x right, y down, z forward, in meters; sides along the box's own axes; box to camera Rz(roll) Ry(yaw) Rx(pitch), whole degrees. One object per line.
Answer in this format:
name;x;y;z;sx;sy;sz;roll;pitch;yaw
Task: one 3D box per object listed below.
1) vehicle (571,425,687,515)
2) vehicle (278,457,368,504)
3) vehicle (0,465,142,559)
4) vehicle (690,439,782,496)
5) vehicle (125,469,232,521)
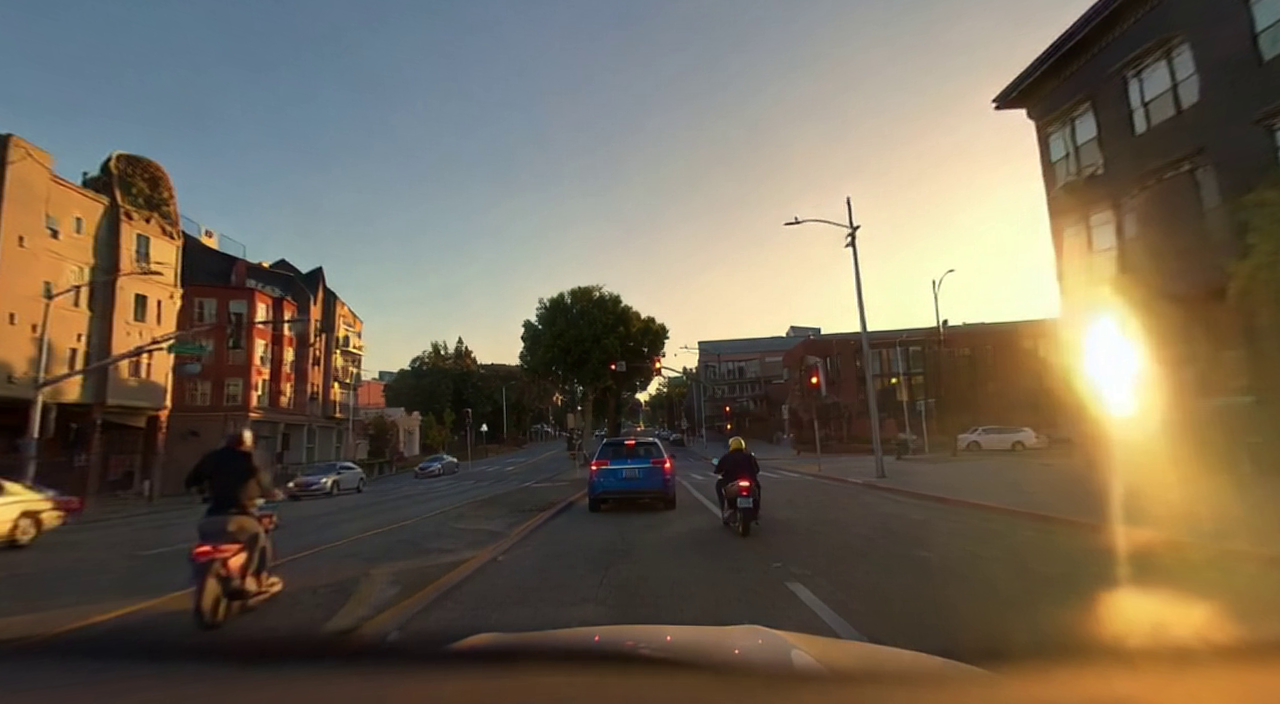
vehicle;-0.200;2.641;14.508;2.265;1.748;4.130;0;-9;1
vehicle;-13.519;5.464;27.218;1.871;1.786;4.386;0;-9;-4
vehicle;-13.672;3.418;13.751;1.926;1.732;4.635;0;-9;-2
vehicle;2.769;3.466;19.243;2.101;1.507;4.355;0;-9;0
vehicle;-18.521;5.715;25.582;2.032;1.701;4.475;2;-9;-17
